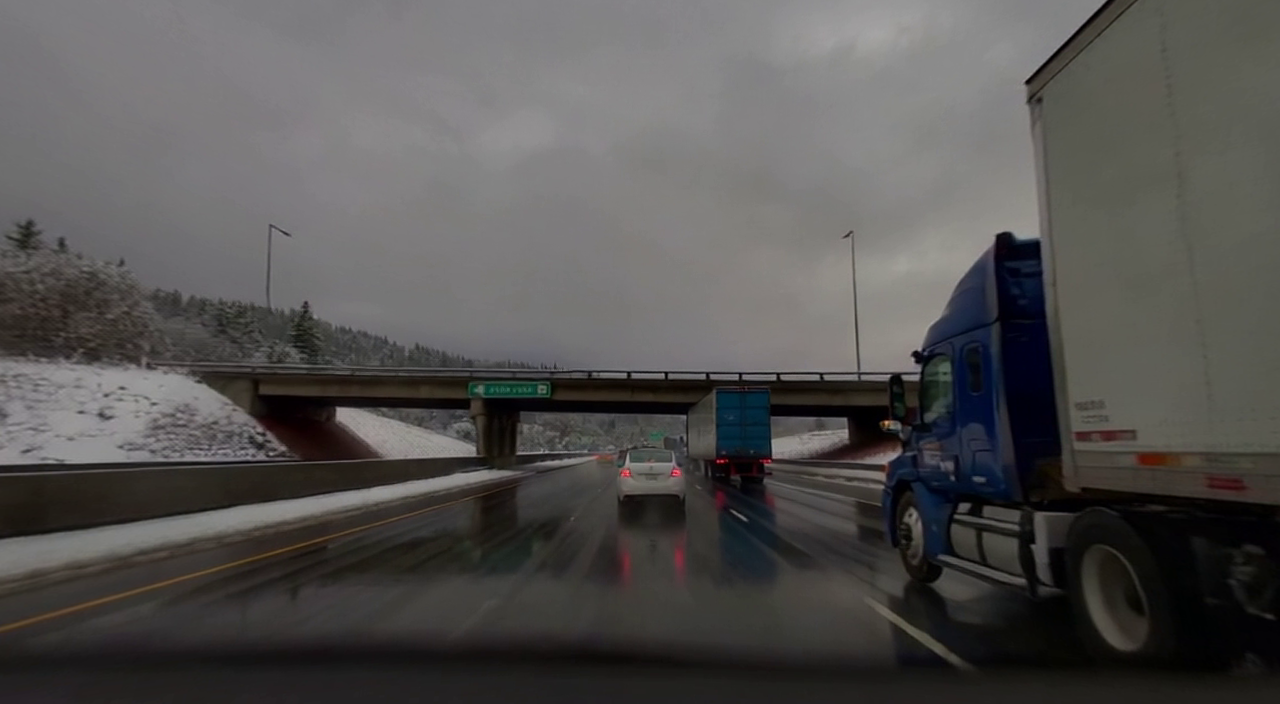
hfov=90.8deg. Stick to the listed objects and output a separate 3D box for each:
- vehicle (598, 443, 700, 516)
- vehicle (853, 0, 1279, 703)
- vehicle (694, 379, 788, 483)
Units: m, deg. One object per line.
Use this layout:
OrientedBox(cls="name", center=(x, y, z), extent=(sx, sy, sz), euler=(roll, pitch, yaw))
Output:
OrientedBox(cls="vehicle", center=(0.178, 2.837, 14.506), extent=(2.029, 1.437, 3.794), euler=(0, -9, 0))
OrientedBox(cls="vehicle", center=(4.079, -0.187, 2.347), extent=(2.884, 3.930, 10.206), euler=(0, -9, 0))
OrientedBox(cls="vehicle", center=(4.337, 3.764, 29.183), extent=(2.801, 4.039, 8.684), euler=(0, -9, -1))
